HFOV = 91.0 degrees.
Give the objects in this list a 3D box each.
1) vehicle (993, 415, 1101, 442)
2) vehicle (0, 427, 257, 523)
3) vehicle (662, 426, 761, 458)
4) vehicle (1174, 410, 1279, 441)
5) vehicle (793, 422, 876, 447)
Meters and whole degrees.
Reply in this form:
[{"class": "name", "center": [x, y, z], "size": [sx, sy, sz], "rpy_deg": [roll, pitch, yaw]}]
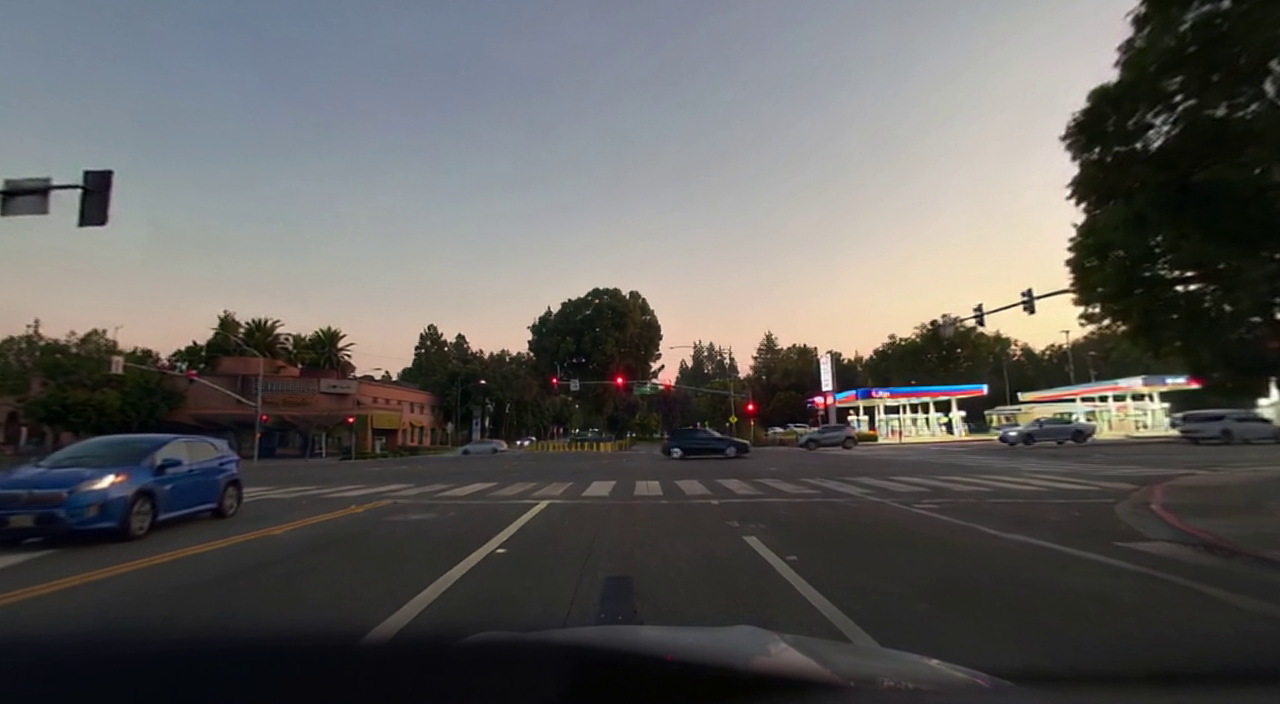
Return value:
[{"class": "vehicle", "center": [22.879, 4.332, 35.512], "size": [4.696, 1.483, 1.898], "rpy_deg": [-1, -8, 2]}, {"class": "vehicle", "center": [-9.858, 2.238, 12.116], "size": [1.899, 1.460, 4.880], "rpy_deg": [0, -8, 0]}, {"class": "vehicle", "center": [3.581, 4.595, 31.983], "size": [4.775, 1.466, 1.850], "rpy_deg": [-2, -8, 4]}, {"class": "vehicle", "center": [28.784, 3.551, 30.104], "size": [4.647, 1.428, 1.825], "rpy_deg": [-1, -8, 4]}, {"class": "vehicle", "center": [15.020, 6.419, 48.899], "size": [5.789, 1.893, 2.169], "rpy_deg": [-1, -8, 4]}]
